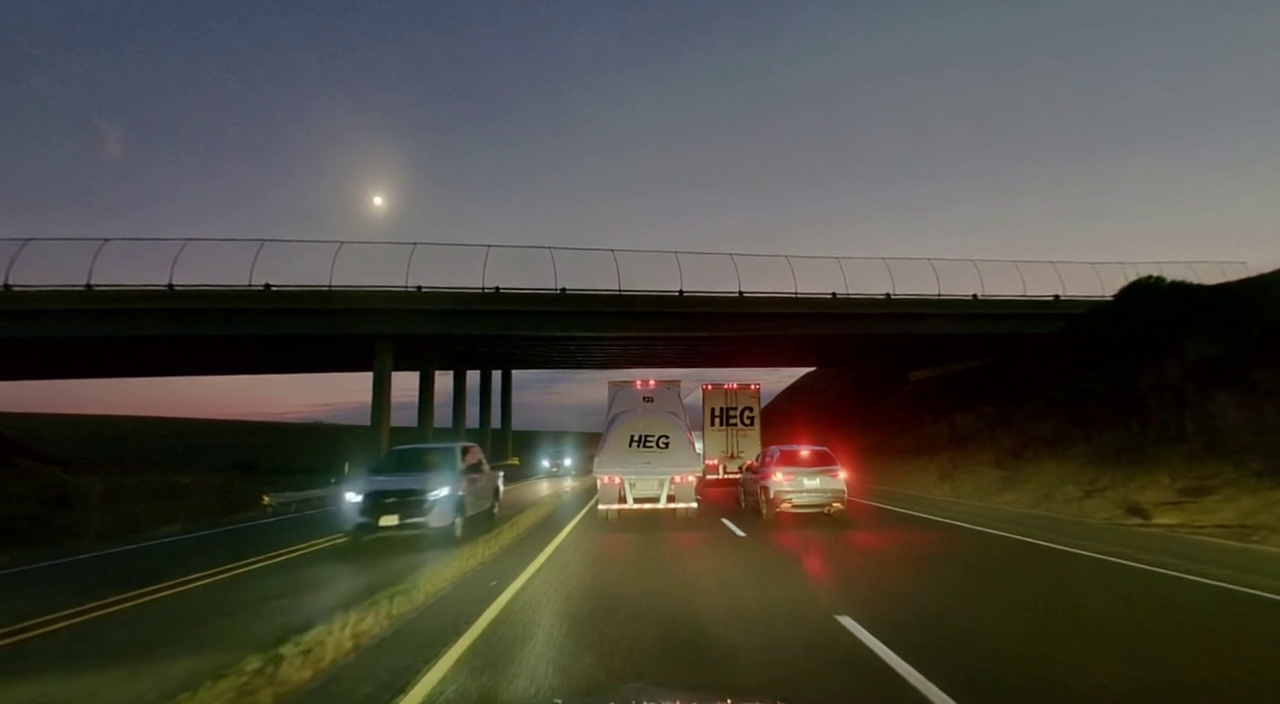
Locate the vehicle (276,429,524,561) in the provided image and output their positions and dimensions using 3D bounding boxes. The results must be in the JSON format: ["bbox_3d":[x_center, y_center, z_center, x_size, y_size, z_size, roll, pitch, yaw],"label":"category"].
[{"bbox_3d":[-3.323,2.083,9.868,2.122,1.569,4.294,-1,-9,1],"label":"vehicle"}]

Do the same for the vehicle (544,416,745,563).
[{"bbox_3d":[0.065,1.877,9.213,2.256,1.615,4.114,-1,-9,1],"label":"vehicle"}]

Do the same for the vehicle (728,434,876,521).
[{"bbox_3d":[3.161,2.554,13.233,1.972,1.505,3.946,0,-9,-1],"label":"vehicle"}]
